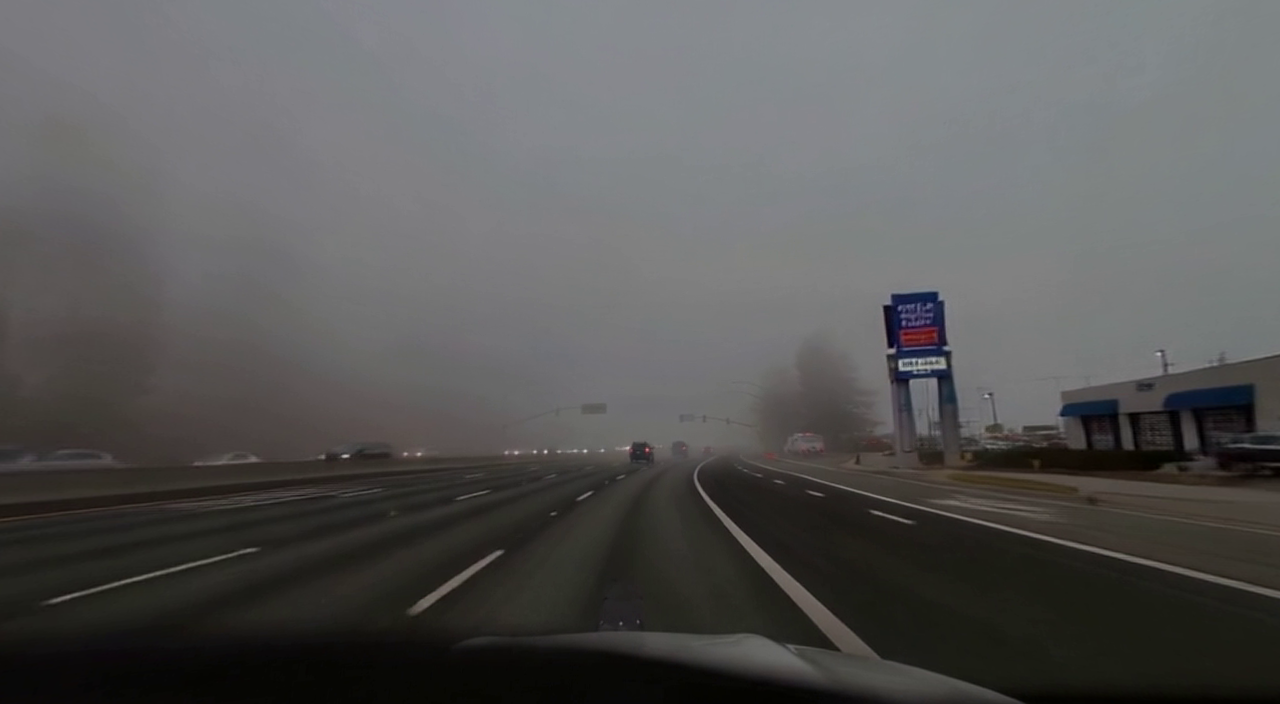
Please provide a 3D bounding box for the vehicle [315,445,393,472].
[{"bbox_3d":[-16.736,6.250,37.301,1.941,1.475,4.722,-1,-9,7],"label":"vehicle"}]

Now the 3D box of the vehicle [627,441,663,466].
[{"bbox_3d":[0.424,7.543,47.235,2.139,1.782,4.079,-1,-9,7],"label":"vehicle"}]

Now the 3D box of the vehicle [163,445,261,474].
[{"bbox_3d":[-23.398,5.889,34.803,1.935,1.459,4.524,-1,-9,5],"label":"vehicle"}]
